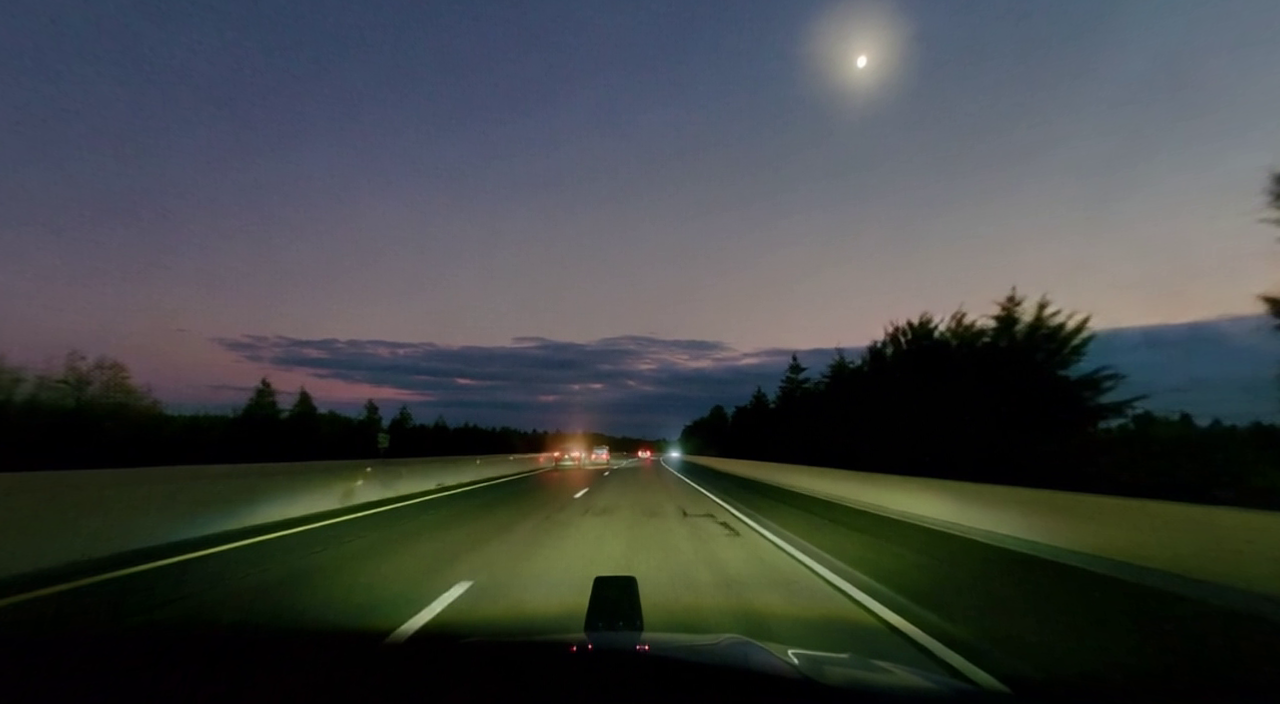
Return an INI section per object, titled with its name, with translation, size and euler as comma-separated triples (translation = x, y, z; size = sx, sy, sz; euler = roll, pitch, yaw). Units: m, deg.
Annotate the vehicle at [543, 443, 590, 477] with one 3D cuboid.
[vehicle]
translation = -3.639, 5.433, 31.946
size = 1.846, 1.600, 4.108
euler = 0, -9, 1
